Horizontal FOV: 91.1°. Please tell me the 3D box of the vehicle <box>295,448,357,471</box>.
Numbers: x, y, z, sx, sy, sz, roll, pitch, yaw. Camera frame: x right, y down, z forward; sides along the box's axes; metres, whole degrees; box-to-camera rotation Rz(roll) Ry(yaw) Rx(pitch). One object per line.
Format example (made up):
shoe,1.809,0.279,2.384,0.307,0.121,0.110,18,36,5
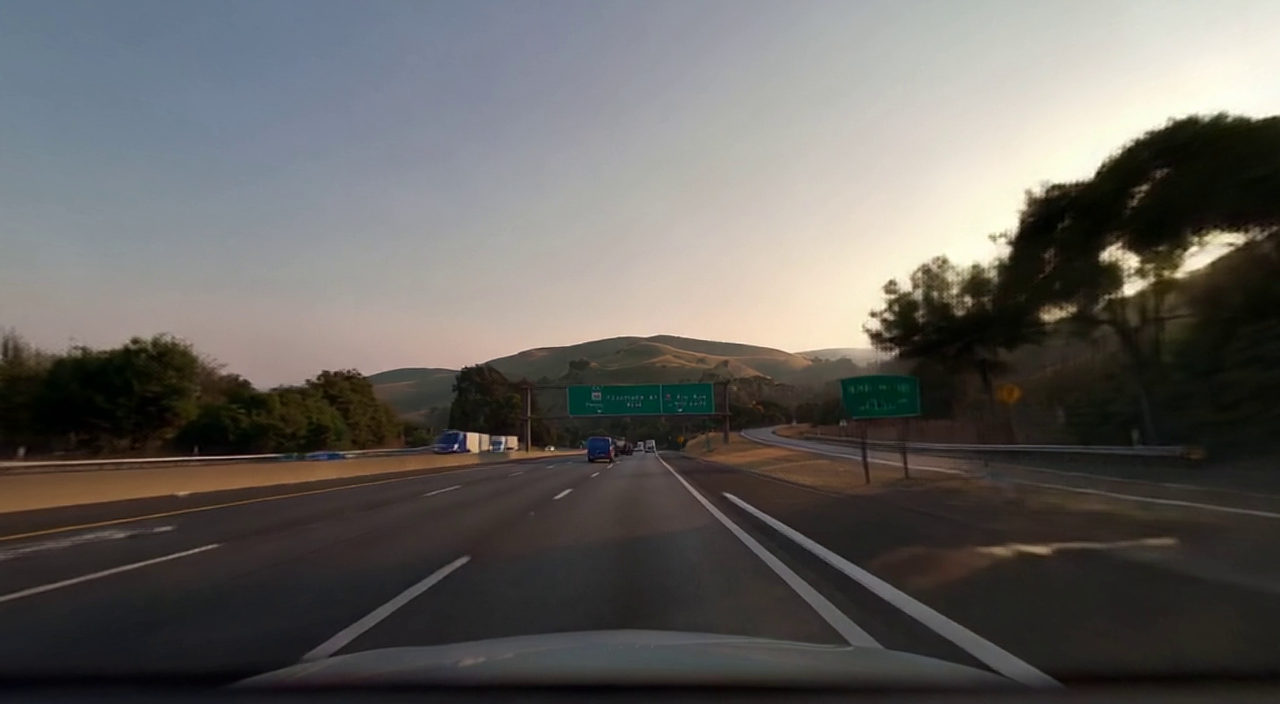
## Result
vehicle,-21.891,7.494,43.992,1.916,1.484,4.689,0,-8,1
